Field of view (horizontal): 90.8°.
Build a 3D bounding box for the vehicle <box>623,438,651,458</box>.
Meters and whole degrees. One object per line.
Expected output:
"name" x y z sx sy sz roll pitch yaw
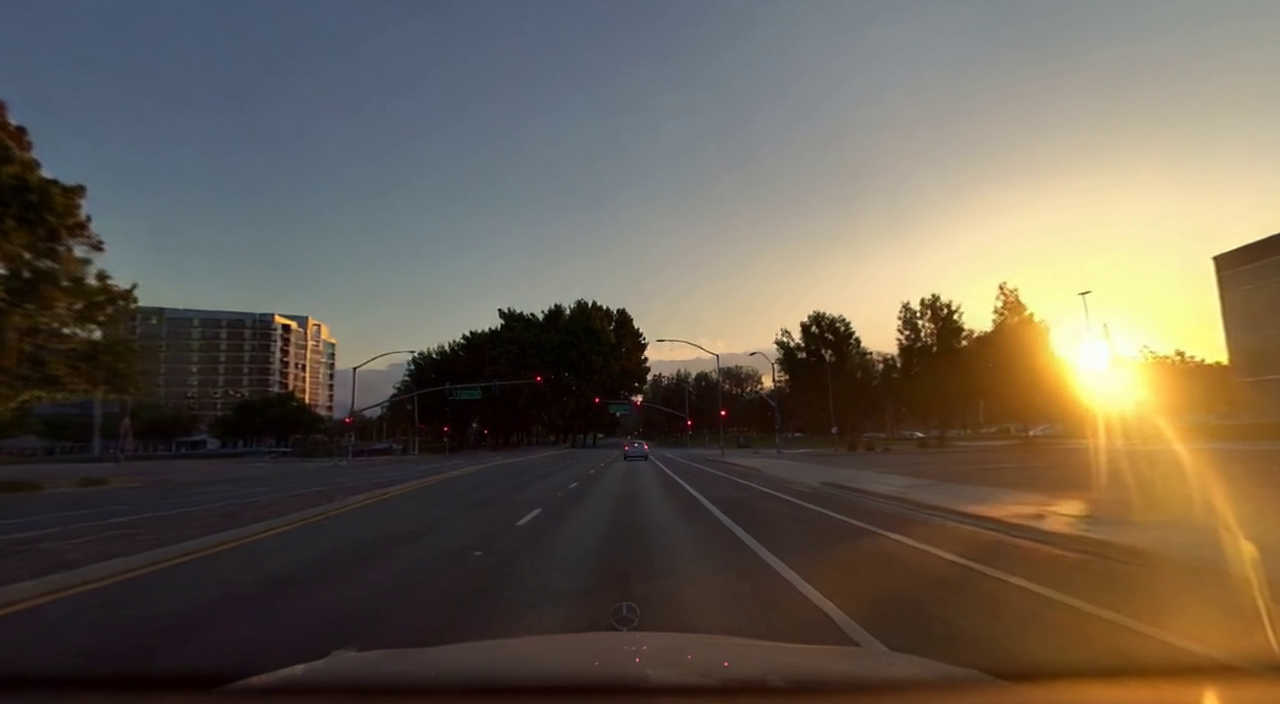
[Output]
"vehicle" -0.246 7.554 49.823 2.107 1.470 3.974 0 -8 -1
